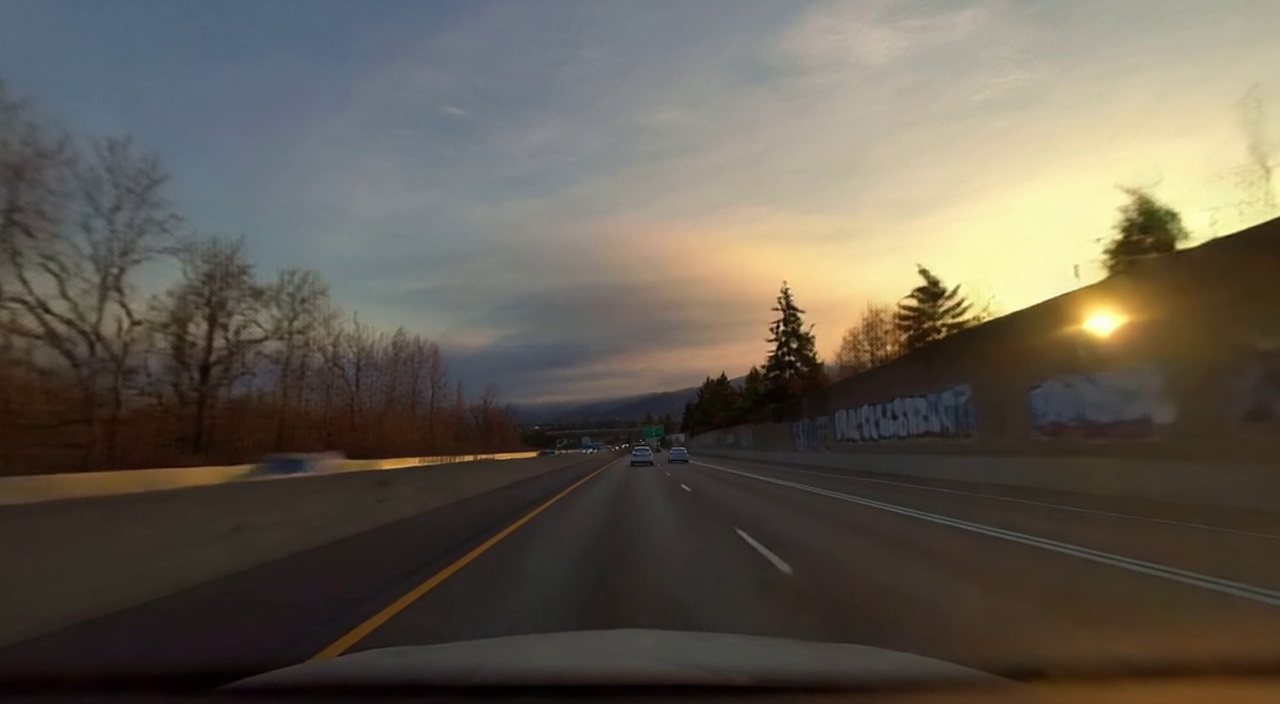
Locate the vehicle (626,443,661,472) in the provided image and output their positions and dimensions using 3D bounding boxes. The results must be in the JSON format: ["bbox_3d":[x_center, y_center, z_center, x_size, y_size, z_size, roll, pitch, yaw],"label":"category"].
[{"bbox_3d":[0.194,6.568,39.277,2.095,1.671,4.219,0,-9,-1],"label":"vehicle"}]

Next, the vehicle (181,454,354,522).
[{"bbox_3d":[-9.544,3.475,16.582,1.904,1.499,4.352,0,-9,0],"label":"vehicle"}]
